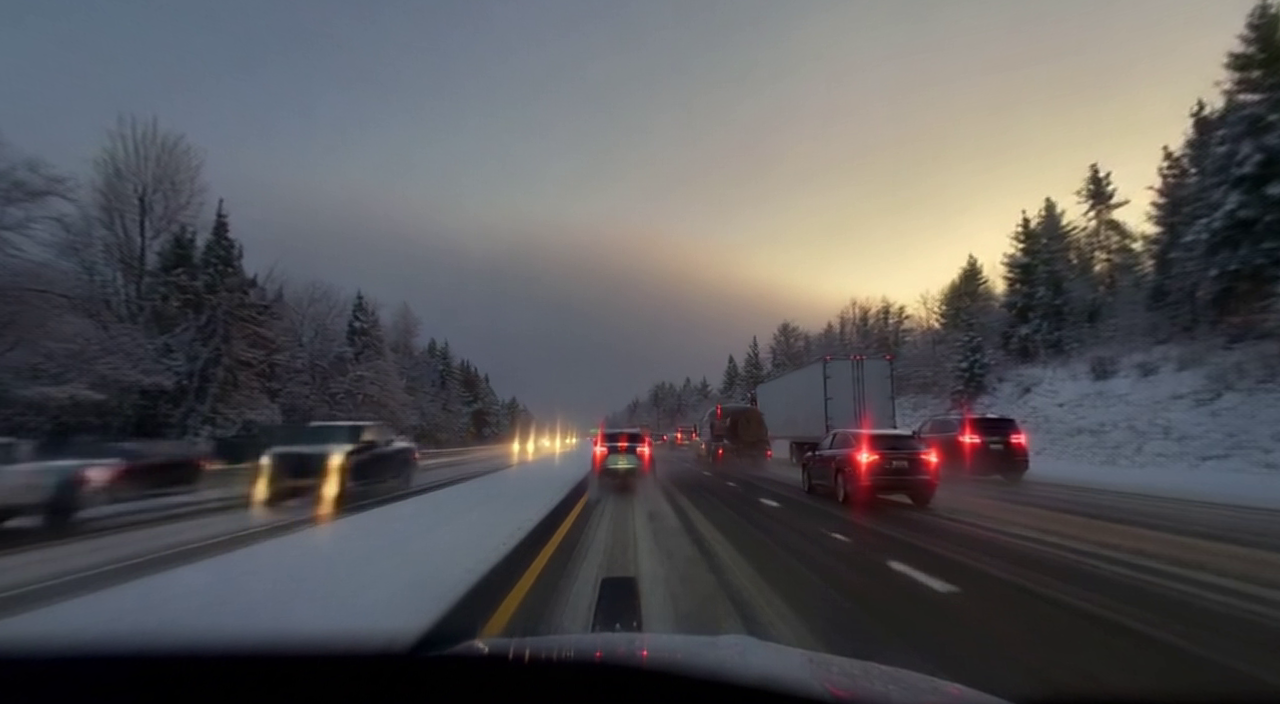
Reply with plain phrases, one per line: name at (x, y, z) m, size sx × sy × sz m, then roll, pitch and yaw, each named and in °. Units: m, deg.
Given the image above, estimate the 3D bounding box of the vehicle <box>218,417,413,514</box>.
vehicle at (-7.927, 2.787, 16.177) m, size 2.243 × 2.051 × 5.305 m, roll 0°, pitch -8°, yaw -1°

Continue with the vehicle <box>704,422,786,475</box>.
vehicle at (3.615, 3.421, 22.461) m, size 2.147 × 1.707 × 3.963 m, roll 0°, pitch -8°, yaw -2°

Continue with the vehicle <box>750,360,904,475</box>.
vehicle at (7.814, 3.178, 29.125) m, size 2.867 × 4.066 × 13.802 m, roll 0°, pitch -7°, yaw 0°

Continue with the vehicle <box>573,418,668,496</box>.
vehicle at (-0.488, 2.613, 16.115) m, size 2.087 × 1.709 × 4.455 m, roll 0°, pitch -8°, yaw -1°

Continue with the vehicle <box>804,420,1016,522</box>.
vehicle at (4.611, 2.065, 11.564) m, size 2.040 × 1.523 × 4.068 m, roll 0°, pitch -8°, yaw -1°

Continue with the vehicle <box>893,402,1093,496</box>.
vehicle at (8.443, 2.371, 15.704) m, size 2.116 × 1.965 × 4.691 m, roll 0°, pitch -8°, yaw -2°

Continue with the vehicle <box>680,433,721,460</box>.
vehicle at (3.456, 5.448, 36.425) m, size 1.865 × 1.471 × 3.916 m, roll 0°, pitch -8°, yaw -2°

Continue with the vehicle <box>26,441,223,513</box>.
vehicle at (-15.038, 3.607, 18.781) m, size 2.016 × 1.837 × 4.553 m, roll 0°, pitch -8°, yaw 0°
